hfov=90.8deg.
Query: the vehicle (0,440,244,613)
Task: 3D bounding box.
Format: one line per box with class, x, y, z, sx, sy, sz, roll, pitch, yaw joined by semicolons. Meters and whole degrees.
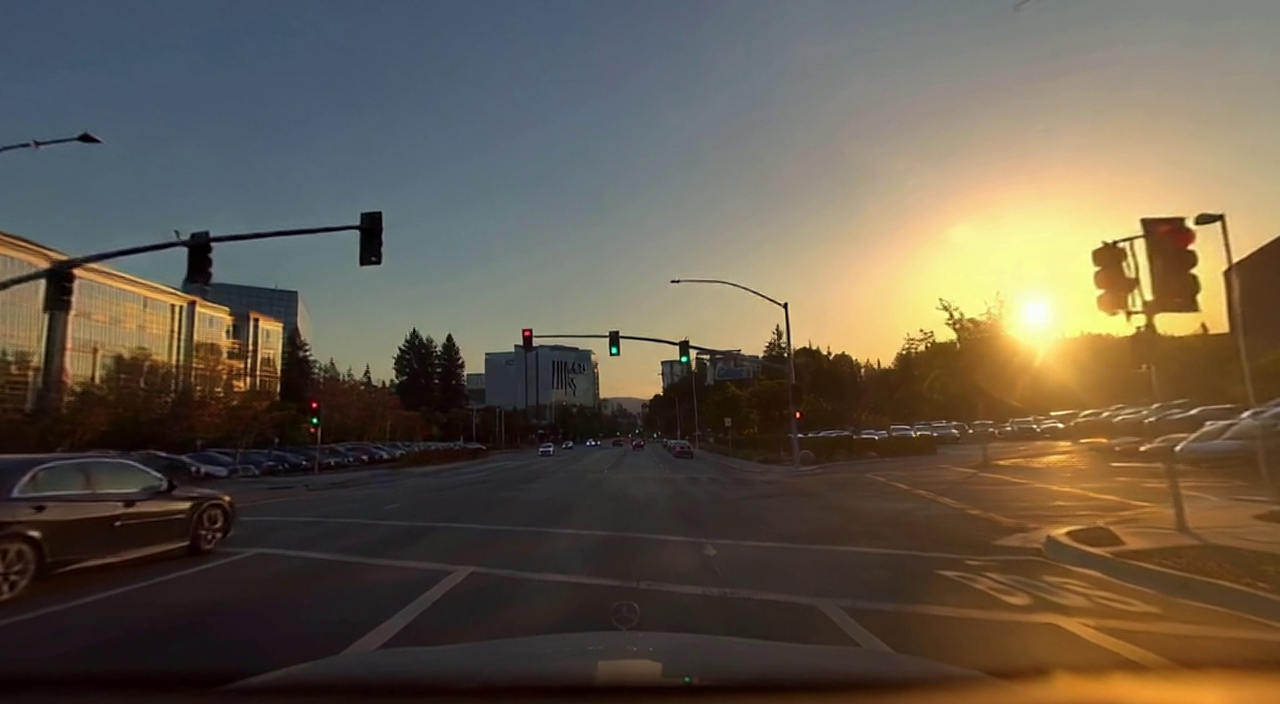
vehicle;-6.448;1.697;6.680;1.928;1.451;4.219;0;-9;-3
